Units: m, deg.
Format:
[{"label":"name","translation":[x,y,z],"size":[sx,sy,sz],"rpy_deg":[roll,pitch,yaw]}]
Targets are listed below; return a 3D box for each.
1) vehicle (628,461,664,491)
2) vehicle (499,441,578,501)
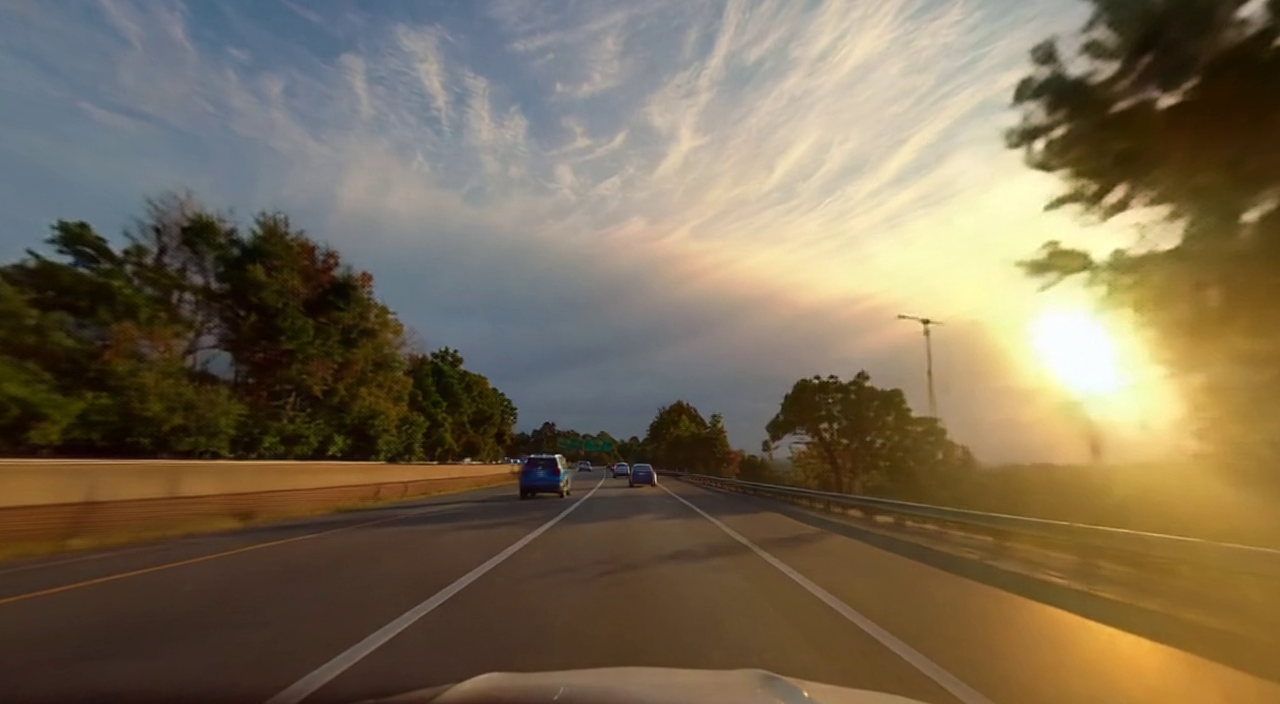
[{"label":"vehicle","translation":[0.304,7.044,35.930],"size":[1.905,1.559,3.491],"rpy_deg":[1,-10,-2]},{"label":"vehicle","translation":[-3.901,4.717,25.163],"size":[2.237,2.113,4.815],"rpy_deg":[0,-10,1]}]
